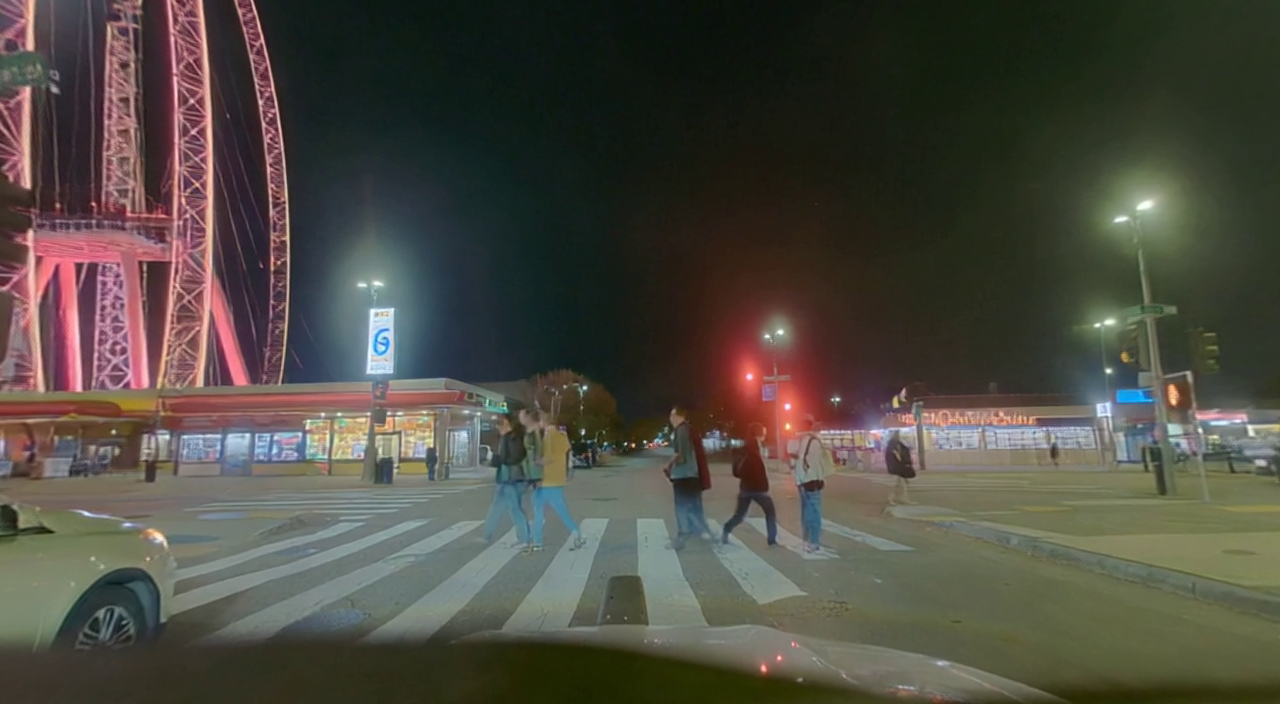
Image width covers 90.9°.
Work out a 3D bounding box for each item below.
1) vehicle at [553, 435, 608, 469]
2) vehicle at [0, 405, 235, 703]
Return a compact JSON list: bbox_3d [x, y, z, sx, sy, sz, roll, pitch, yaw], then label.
[{"bbox_3d":[-3.915,6.362,40.260,2.549,2.000,5.699,2,-9,-15],"label":"vehicle"},{"bbox_3d":[-3.376,0.790,1.184,1.940,1.505,4.676,-1,-9,3],"label":"vehicle"}]
